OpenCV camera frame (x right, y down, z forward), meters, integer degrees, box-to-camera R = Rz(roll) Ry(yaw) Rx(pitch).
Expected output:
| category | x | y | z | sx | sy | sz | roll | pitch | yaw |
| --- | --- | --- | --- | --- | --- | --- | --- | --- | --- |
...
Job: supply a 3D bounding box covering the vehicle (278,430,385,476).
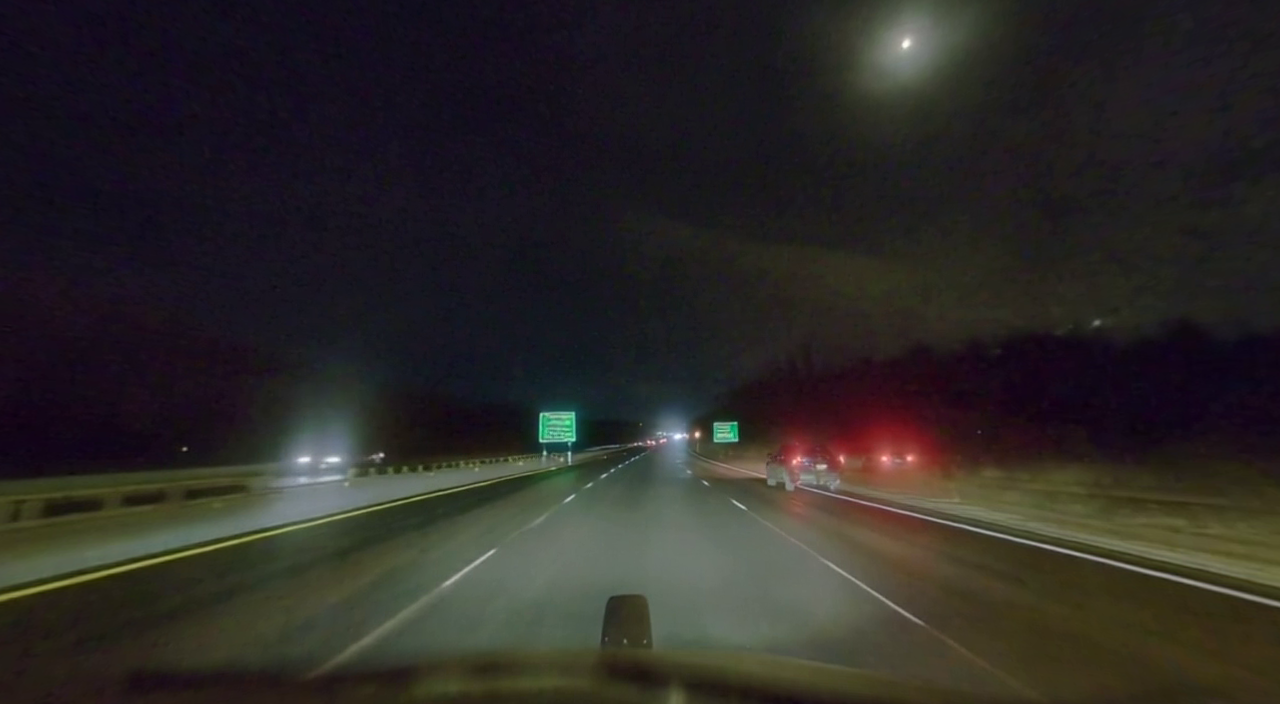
| category | x | y | z | sx | sy | sz | roll | pitch | yaw |
| --- | --- | --- | --- | --- | --- | --- | --- | --- | --- |
| vehicle | -14.042 | 4.629 | 29.110 | 2.003 | 1.930 | 5.528 | 0 | -8 | 2 |
